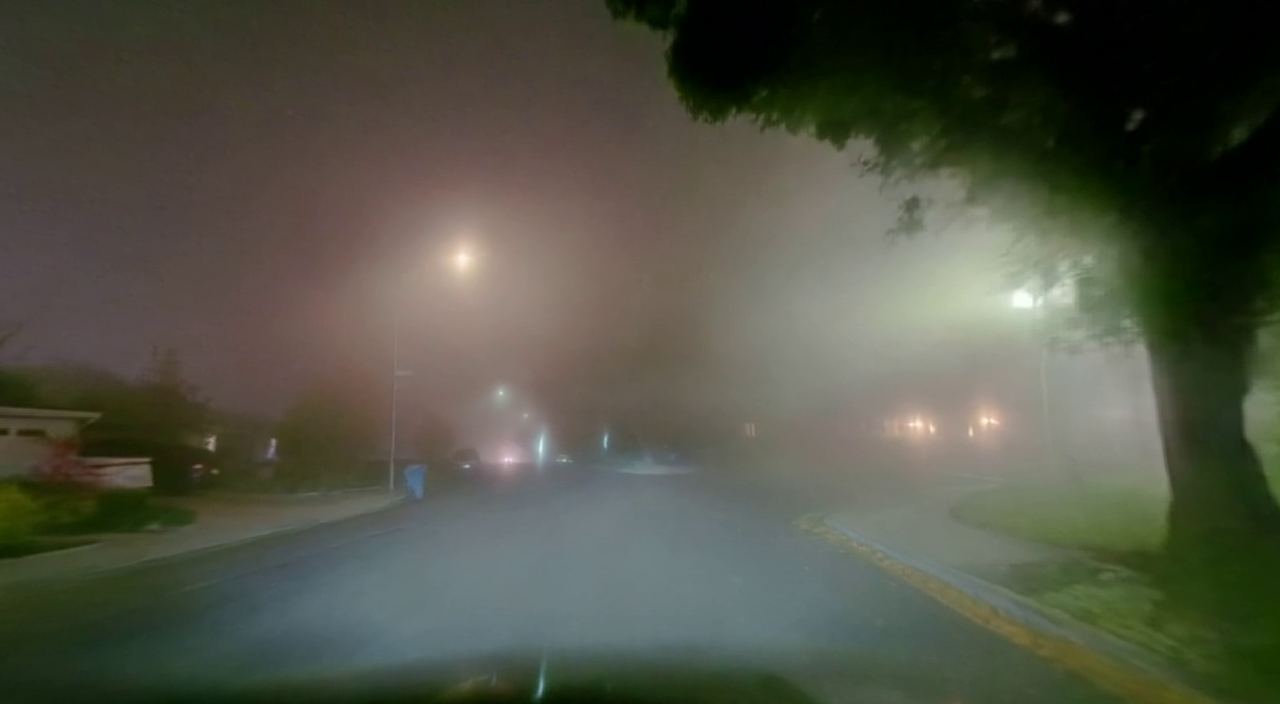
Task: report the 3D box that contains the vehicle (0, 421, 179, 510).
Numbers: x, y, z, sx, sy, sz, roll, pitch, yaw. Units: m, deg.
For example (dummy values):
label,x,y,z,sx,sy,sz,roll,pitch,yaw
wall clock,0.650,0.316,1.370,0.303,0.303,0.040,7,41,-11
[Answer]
label,x,y,z,sx,sy,sz,roll,pitch,yaw
vehicle,-14.713,2.863,15.511,5.045,1.835,2.315,-4,-9,0

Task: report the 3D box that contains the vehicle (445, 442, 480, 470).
label,x,y,z,sx,sy,sz,roll,pitch,yaw
vehicle,-12.485,7.341,44.607,2.152,1.826,4.725,2,-9,-14
